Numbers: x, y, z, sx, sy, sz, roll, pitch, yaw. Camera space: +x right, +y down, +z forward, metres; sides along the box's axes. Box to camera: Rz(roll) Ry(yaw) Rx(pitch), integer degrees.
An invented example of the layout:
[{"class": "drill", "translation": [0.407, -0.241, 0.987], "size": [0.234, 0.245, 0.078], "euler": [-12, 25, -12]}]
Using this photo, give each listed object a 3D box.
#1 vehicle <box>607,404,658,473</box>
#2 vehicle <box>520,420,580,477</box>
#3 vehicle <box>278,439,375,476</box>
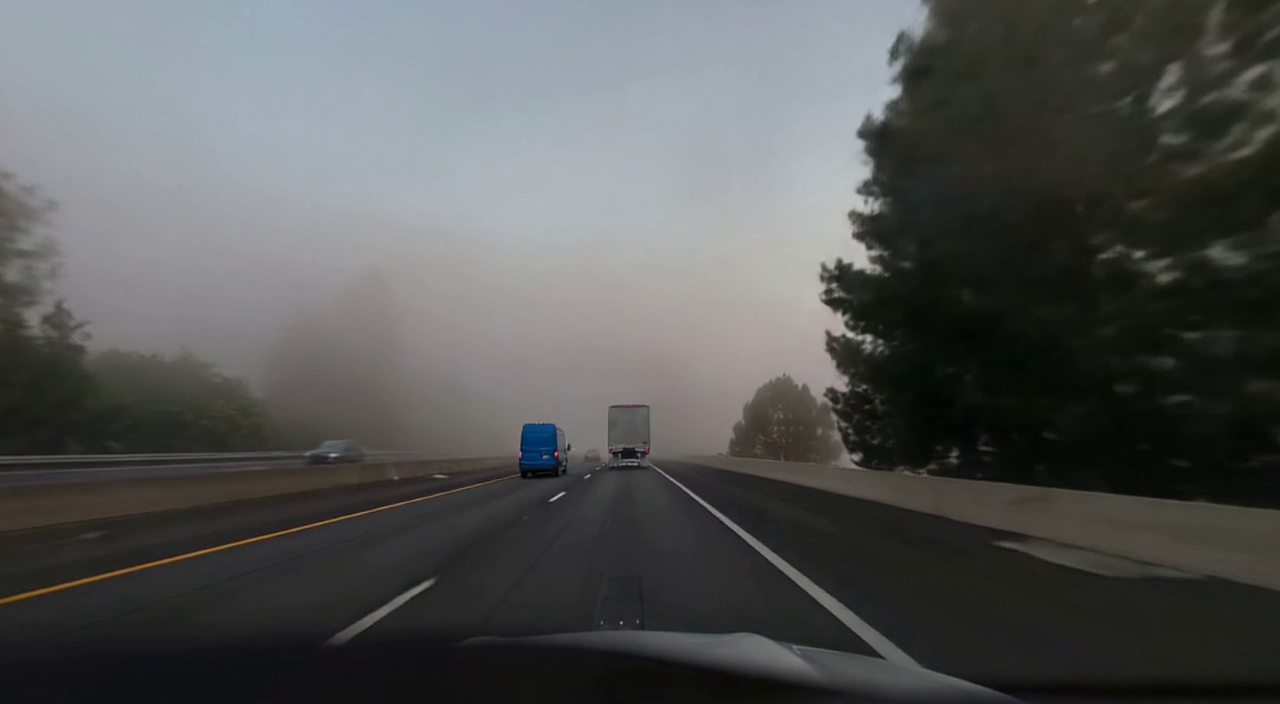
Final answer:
[{"class": "vehicle", "translation": [-0.582, 5.886, 42.448], "size": [2.995, 4.036, 10.311], "euler": [0, -9, -1]}, {"class": "vehicle", "translation": [-4.698, 5.199, 34.000], "size": [2.357, 2.786, 6.144], "euler": [0, -9, -1]}, {"class": "vehicle", "translation": [-13.491, 4.565, 27.495], "size": [1.847, 1.454, 4.594], "euler": [0, -9, 0]}]
